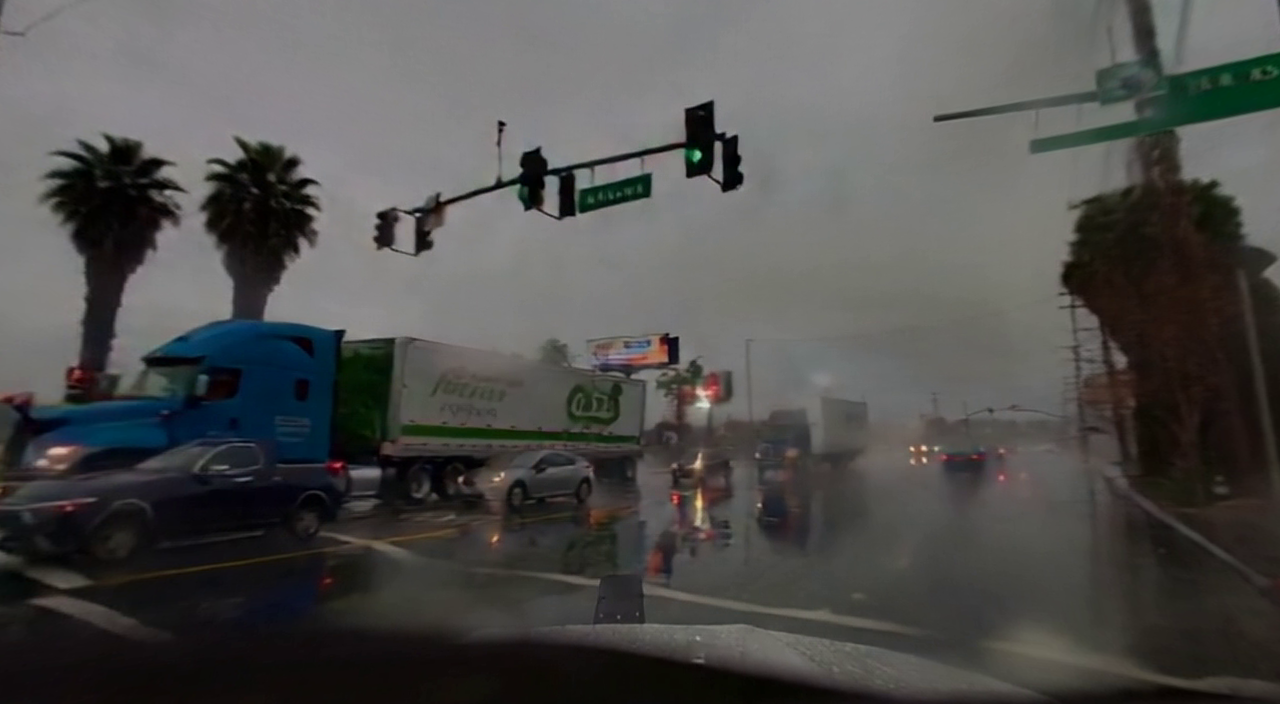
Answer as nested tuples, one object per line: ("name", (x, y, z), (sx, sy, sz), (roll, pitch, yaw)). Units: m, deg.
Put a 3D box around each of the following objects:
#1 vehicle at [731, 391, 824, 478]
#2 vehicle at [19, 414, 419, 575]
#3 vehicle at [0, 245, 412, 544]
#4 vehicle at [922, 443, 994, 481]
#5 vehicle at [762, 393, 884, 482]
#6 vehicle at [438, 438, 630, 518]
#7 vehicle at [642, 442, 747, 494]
("vehicle", (6.706, 4.005, 30.765), (3.027, 3.903, 3.372), (-8, -9, 34))
("vehicle", (-6.557, 2.113, 10.622), (2.200, 1.893, 5.079), (-8, -8, 32))
("vehicle", (-9.032, 1.081, 12.561), (3.029, 4.352, 8.167), (-6, -10, 32))
("vehicle", (14.055, 4.778, 27.829), (2.040, 1.492, 5.114), (-6, -10, 34))
("vehicle", (10.248, 4.588, 34.659), (3.434, 4.193, 9.012), (-8, -9, 34))
("vehicle", (-2.515, 3.125, 16.273), (1.949, 1.510, 4.958), (-9, -9, 33))
("vehicle", (2.136, 4.299, 23.776), (1.919, 1.512, 4.443), (-9, -9, 33))
